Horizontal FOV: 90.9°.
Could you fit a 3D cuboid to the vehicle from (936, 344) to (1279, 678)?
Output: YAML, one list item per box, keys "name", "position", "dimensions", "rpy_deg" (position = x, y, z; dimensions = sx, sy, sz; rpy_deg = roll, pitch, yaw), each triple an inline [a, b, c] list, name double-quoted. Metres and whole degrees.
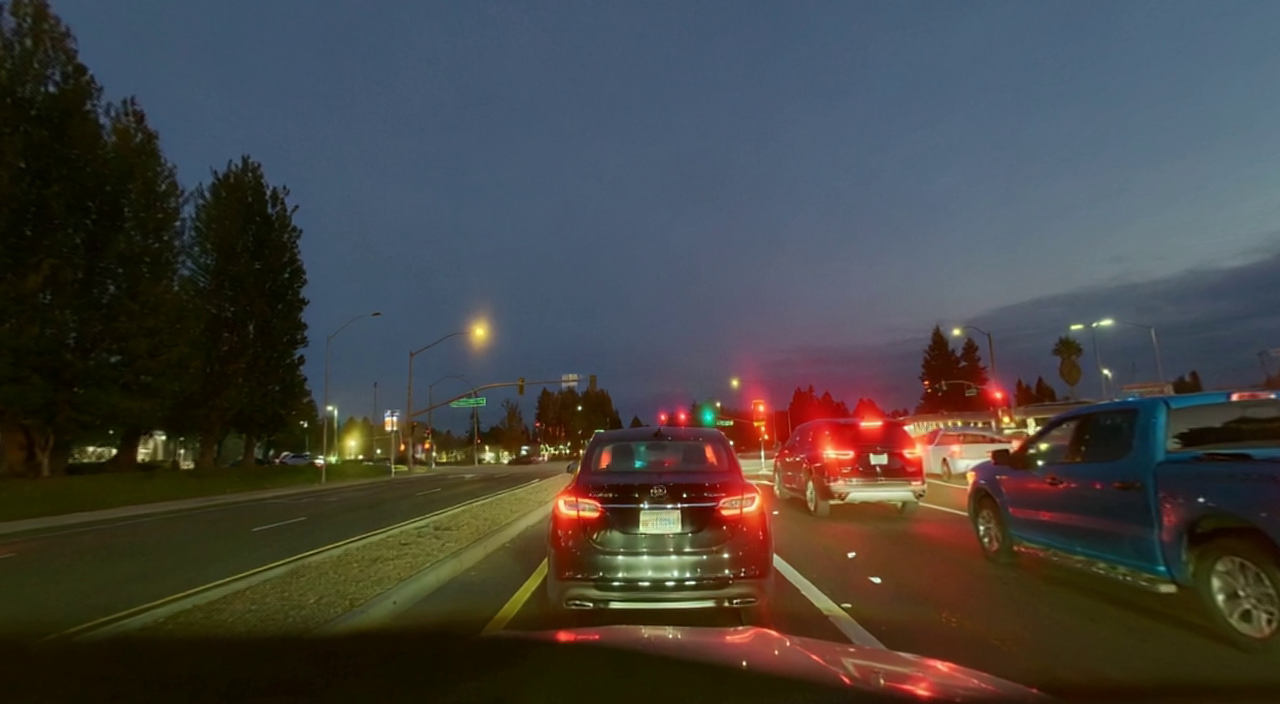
- name: "vehicle"
  position: [4.509, 1.095, 5.033]
  dimensions: [2.019, 1.803, 4.634]
  rpy_deg: [0, -8, 0]

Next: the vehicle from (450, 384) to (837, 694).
- name: "vehicle"
  position: [-0.014, 1.312, 5.521]
  dimensions: [2.116, 1.677, 3.948]
  rpy_deg: [0, -8, -1]

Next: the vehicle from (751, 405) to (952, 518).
- name: "vehicle"
  position: [4.184, 2.322, 13.856]
  dimensions: [2.319, 1.930, 5.651]
  rpy_deg: [0, -8, -1]

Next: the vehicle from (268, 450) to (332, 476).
- name: "vehicle"
  position: [-24.069, 7.833, 44.852]
  dimensions: [1.798, 1.706, 4.385]
  rpy_deg: [-1, -8, 6]
